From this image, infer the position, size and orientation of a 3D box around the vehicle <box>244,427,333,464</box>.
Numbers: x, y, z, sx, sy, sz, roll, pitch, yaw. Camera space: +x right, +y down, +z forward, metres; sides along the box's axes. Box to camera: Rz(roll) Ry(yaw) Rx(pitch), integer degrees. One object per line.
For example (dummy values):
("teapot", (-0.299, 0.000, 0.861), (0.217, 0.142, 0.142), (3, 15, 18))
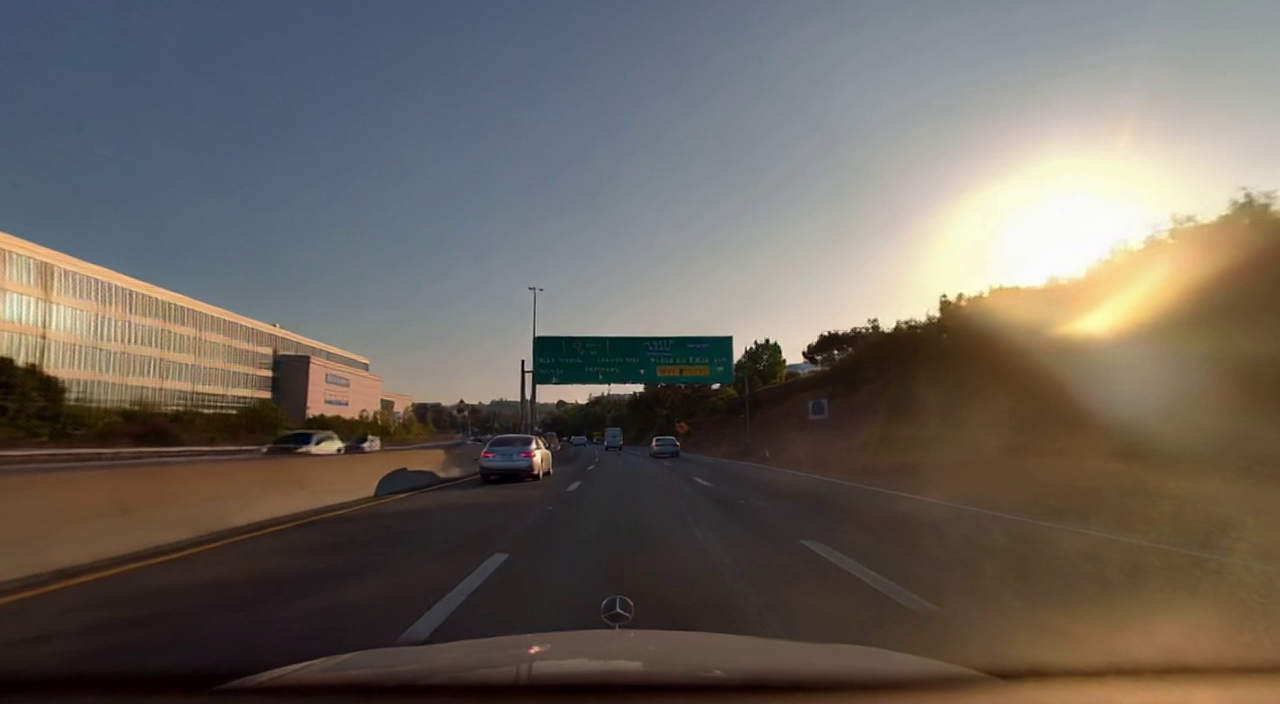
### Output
("vehicle", (-16.032, 4.280, 28.990), (1.908, 1.549, 4.202), (0, -8, -4))

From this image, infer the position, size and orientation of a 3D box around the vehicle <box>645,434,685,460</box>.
("vehicle", (1.628, 6.346, 42.175), (2.078, 1.608, 3.982), (0, -8, -6))

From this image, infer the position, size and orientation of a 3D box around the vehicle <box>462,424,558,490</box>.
("vehicle", (-3.744, 3.103, 19.006), (2.080, 1.733, 4.410), (0, -8, -2))
